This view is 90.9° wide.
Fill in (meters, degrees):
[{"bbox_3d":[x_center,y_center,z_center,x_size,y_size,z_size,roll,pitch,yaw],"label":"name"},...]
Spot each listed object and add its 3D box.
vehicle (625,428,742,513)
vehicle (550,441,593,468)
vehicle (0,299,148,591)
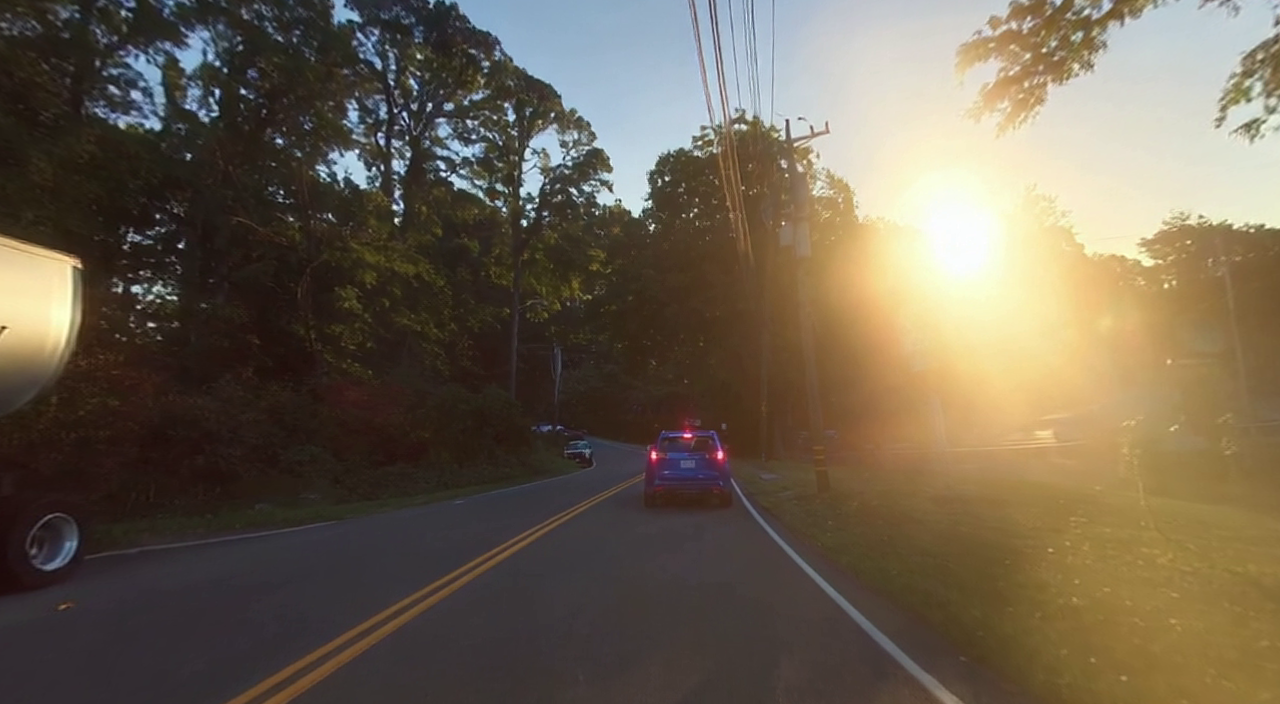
[{"bbox_3d":[0.816,2.400,13.180,2.081,1.503,3.726,0,-8,2],"label":"vehicle"},{"bbox_3d":[-5.342,7.795,48.184,2.668,1.981,5.575,2,-9,-12],"label":"vehicle"},{"bbox_3d":[-8.652,0.962,4.736,3.395,3.071,7.634,-7,-6,5],"label":"vehicle"}]
